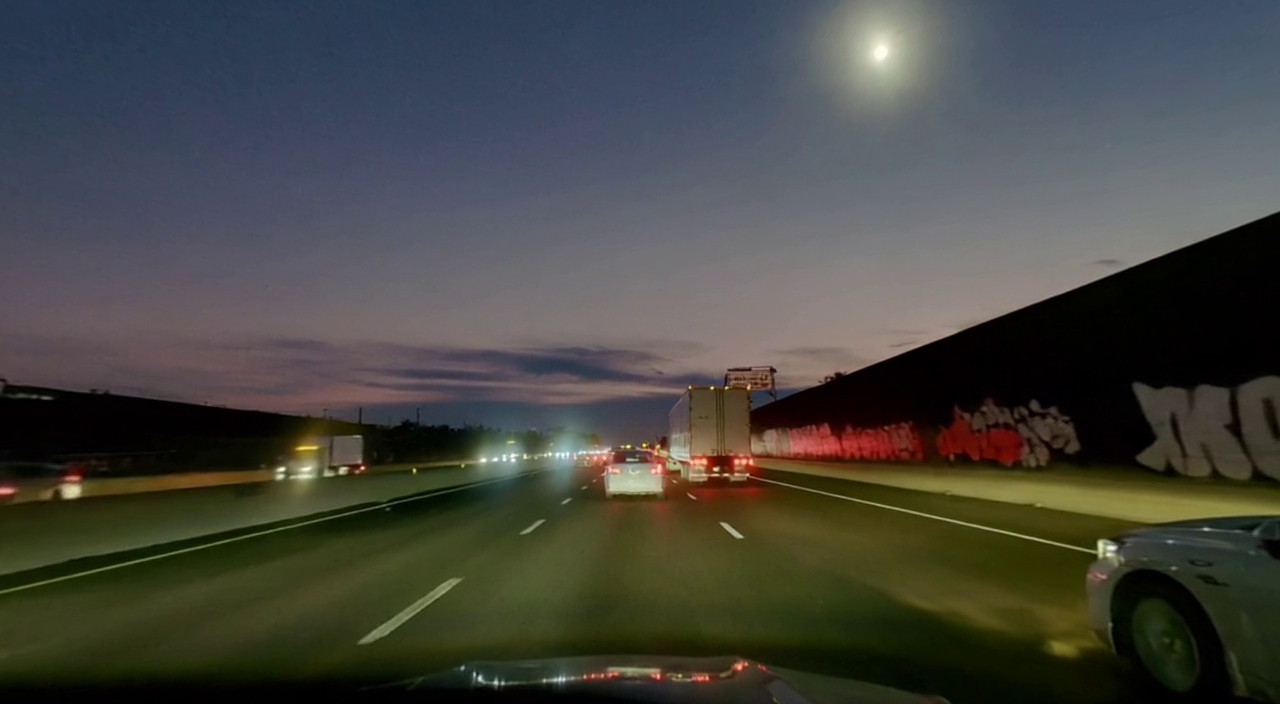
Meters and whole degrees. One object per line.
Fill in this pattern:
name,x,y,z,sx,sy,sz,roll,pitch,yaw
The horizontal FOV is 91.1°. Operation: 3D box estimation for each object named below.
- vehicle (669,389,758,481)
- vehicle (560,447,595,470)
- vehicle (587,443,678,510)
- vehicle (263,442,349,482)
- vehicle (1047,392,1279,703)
vehicle,3.543,4.732,34.929,2.902,4.014,14.446,0,-9,-1
vehicle,-4.344,7.479,44.363,2.067,1.481,4.085,0,-9,0
vehicle,-0.239,3.076,16.041,2.033,1.468,4.015,0,-9,-2
vehicle,-20.443,6.708,38.813,2.288,2.238,5.370,-1,-9,0
vehicle,3.295,0.712,1.057,1.996,1.497,4.754,0,-9,0
